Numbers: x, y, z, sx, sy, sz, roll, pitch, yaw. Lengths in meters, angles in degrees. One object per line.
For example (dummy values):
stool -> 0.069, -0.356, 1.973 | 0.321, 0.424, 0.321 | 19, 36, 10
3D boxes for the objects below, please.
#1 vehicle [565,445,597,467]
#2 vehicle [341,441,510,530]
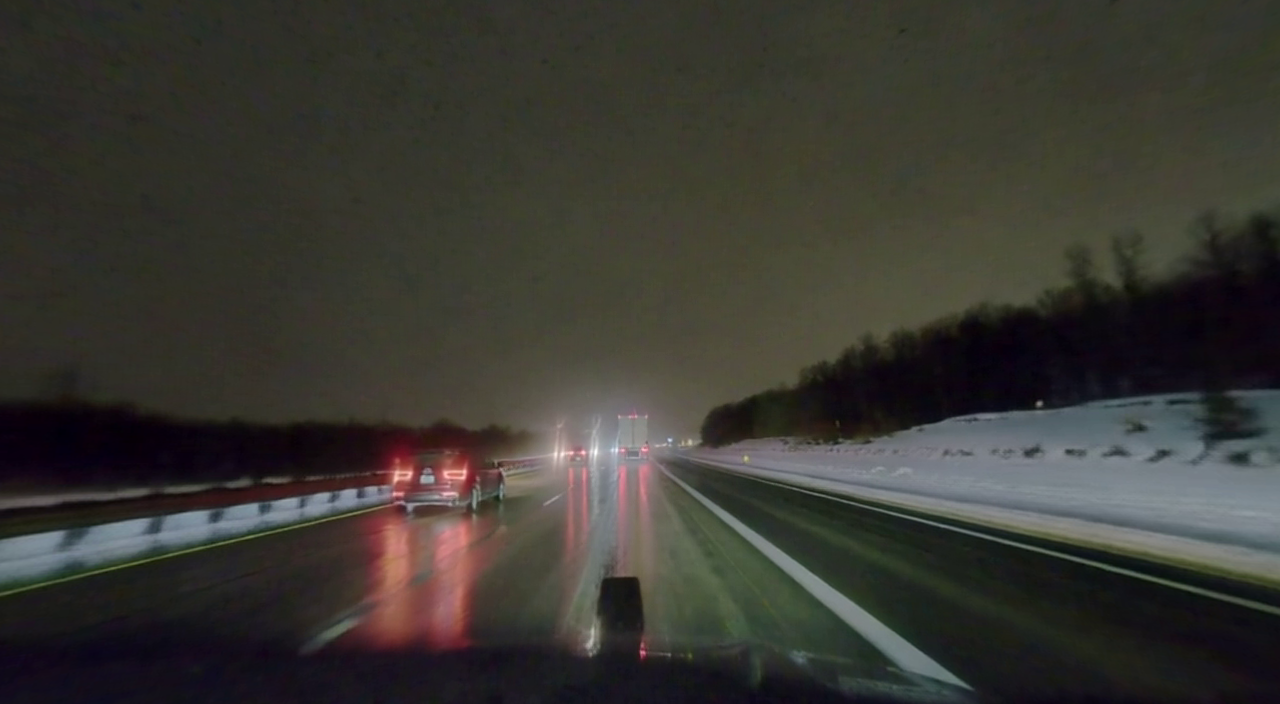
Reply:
vehicle -> -4.593, 8.199, 49.825 | 2.115, 1.668, 4.217 | 0, -9, 0
vehicle -> -4.100, 2.605, 12.885 | 1.978, 1.507, 4.062 | 0, -9, 0
